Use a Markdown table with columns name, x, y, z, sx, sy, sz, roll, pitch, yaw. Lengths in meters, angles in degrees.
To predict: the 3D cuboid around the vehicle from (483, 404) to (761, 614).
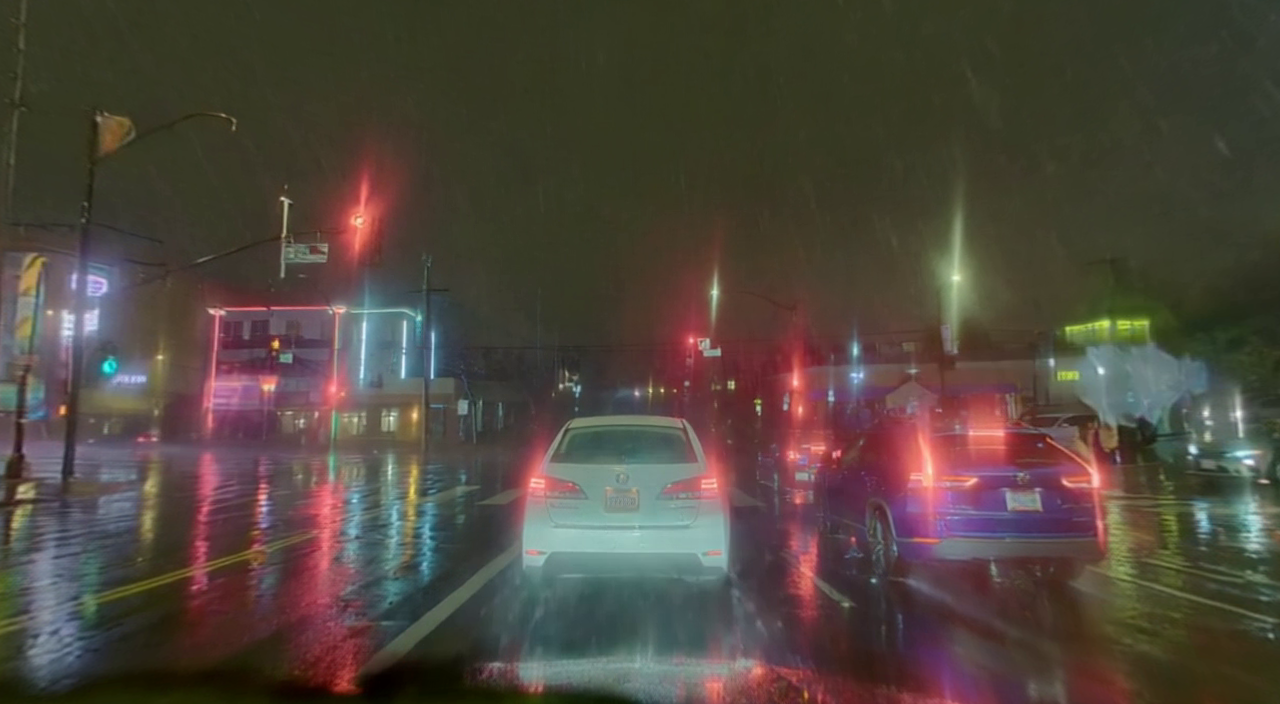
| name | x | y | z | sx | sy | sz | roll | pitch | yaw |
| --- | --- | --- | --- | --- | --- | --- | --- | --- | --- |
| vehicle | -0.135 | 1.554 | 7.271 | 2.123 | 1.589 | 4.702 | 0 | -8 | 0 |

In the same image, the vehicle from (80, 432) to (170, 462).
| name | x | y | z | sx | sy | sz | roll | pitch | yaw |
| --- | --- | --- | --- | --- | --- | --- | --- | --- | --- |
| vehicle | -28.977 | 5.367 | 35.564 | 4.253 | 1.570 | 2.132 | -4 | -9 | 24 |

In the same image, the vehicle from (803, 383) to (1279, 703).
| name | x | y | z | sx | sy | sz | roll | pitch | yaw |
| --- | --- | --- | --- | --- | --- | --- | --- | --- | --- |
| vehicle | 3.035 | 1.306 | 5.440 | 1.983 | 1.654 | 4.354 | 0 | -8 | -1 |
